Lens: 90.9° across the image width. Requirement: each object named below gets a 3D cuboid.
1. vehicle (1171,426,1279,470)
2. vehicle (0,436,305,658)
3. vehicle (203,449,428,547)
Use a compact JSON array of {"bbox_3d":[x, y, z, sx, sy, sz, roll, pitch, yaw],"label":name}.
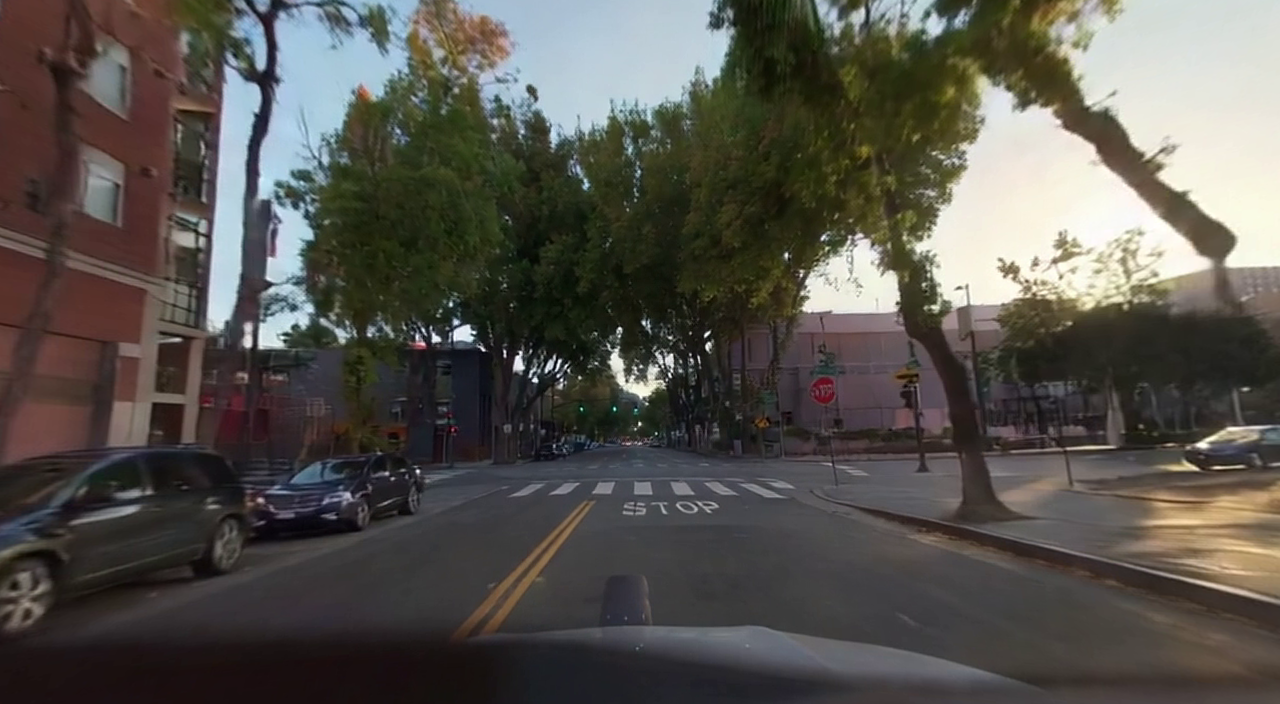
[{"bbox_3d":[22.080,3.431,22.573,4.347,1.476,1.926,0,-9,-1],"label":"vehicle"},{"bbox_3d":[-5.715,1.737,6.602,1.901,1.631,4.570,0,-8,0],"label":"vehicle"},{"bbox_3d":[-5.770,2.596,12.004,1.874,1.460,4.495,0,-8,0],"label":"vehicle"}]
